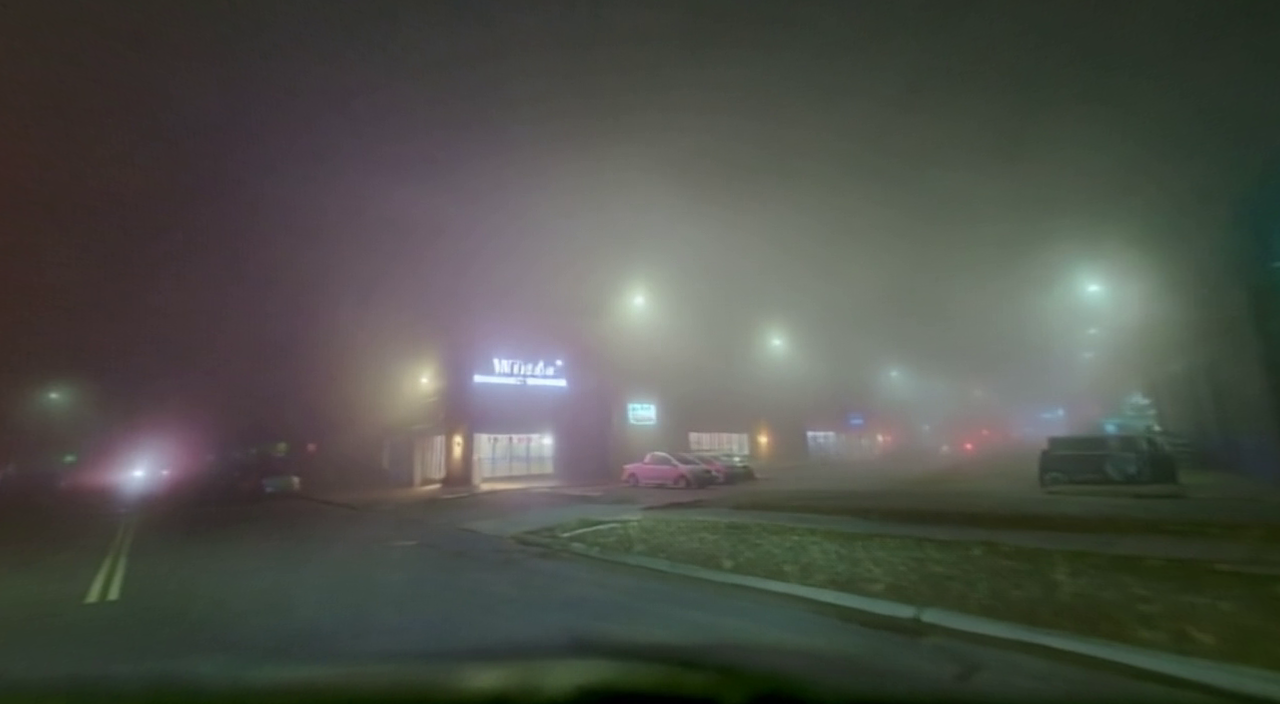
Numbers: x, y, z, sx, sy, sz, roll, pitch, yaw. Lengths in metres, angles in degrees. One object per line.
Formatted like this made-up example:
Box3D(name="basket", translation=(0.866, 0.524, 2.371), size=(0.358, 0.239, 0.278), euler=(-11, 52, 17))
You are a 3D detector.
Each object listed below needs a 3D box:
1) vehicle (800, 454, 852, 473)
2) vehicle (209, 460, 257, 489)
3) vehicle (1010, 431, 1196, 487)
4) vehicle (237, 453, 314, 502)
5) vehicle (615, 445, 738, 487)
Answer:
Box3D(name="vehicle", translation=(14.530, 8.749, 49.379), size=(1.557, 1.372, 3.538), euler=(7, -13, -43))
Box3D(name="vehicle", translation=(-27.441, 8.199, 42.429), size=(2.053, 1.691, 4.194), euler=(7, -11, -40))
Box3D(name="vehicle", translation=(15.492, 3.568, 21.293), size=(4.706, 1.663, 1.993), euler=(-8, -12, 43))
Box3D(name="vehicle", translation=(-16.539, 5.580, 28.474), size=(2.150, 2.013, 4.748), euler=(7, -12, -38))
Box3D(name="vehicle", translation=(1.510, 4.782, 26.731), size=(4.814, 1.618, 1.869), euler=(-4, -10, 27))
